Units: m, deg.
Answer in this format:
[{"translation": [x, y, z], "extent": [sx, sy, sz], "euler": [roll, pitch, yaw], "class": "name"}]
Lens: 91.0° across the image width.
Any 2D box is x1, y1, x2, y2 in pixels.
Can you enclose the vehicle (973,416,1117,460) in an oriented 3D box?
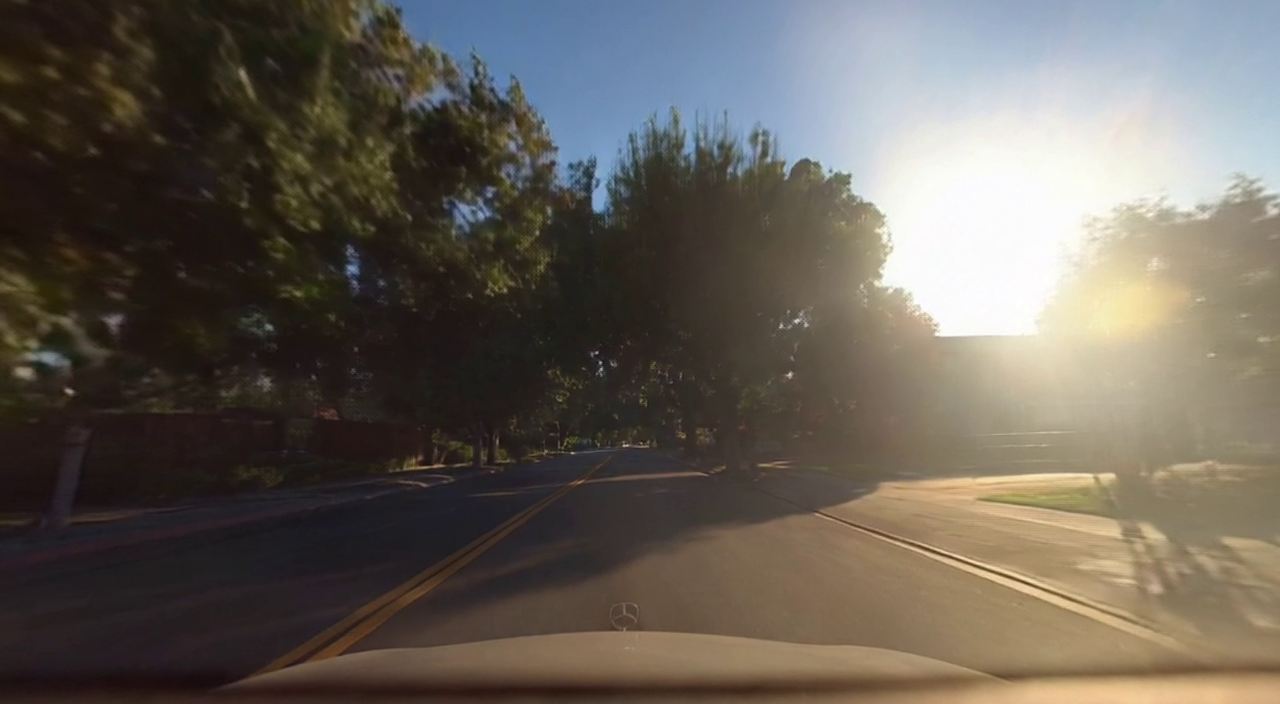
[{"translation": [16.955, 3.629, 26.522], "extent": [4.562, 1.736, 2.092], "euler": [0, -8, -2], "class": "vehicle"}]
